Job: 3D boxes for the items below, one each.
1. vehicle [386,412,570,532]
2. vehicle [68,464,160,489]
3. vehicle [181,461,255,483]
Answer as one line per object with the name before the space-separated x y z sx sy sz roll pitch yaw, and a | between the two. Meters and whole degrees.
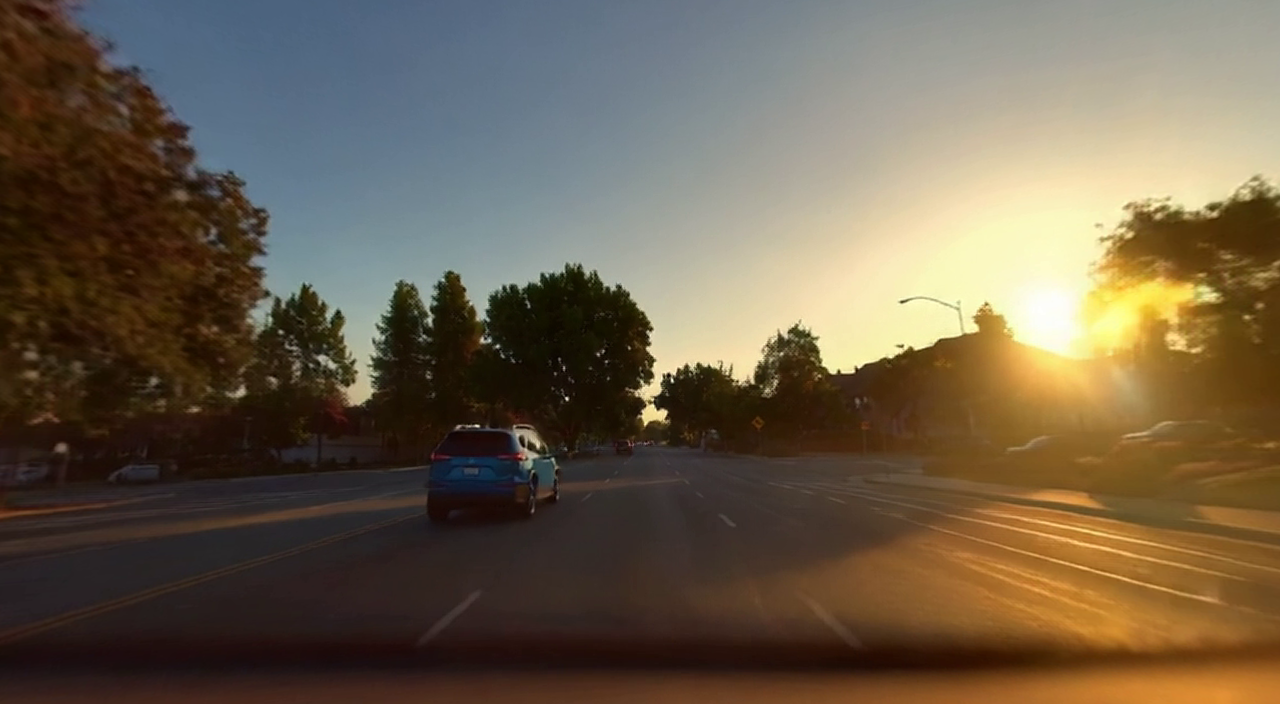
vehicle | -2.796 2.218 12.264 2.179 1.851 4.756 0 -8 2
vehicle | -36.580 8.638 43.978 4.757 1.473 1.837 6 -11 -37
vehicle | -31.924 9.069 47.724 4.500 1.475 1.842 6 -10 -35
